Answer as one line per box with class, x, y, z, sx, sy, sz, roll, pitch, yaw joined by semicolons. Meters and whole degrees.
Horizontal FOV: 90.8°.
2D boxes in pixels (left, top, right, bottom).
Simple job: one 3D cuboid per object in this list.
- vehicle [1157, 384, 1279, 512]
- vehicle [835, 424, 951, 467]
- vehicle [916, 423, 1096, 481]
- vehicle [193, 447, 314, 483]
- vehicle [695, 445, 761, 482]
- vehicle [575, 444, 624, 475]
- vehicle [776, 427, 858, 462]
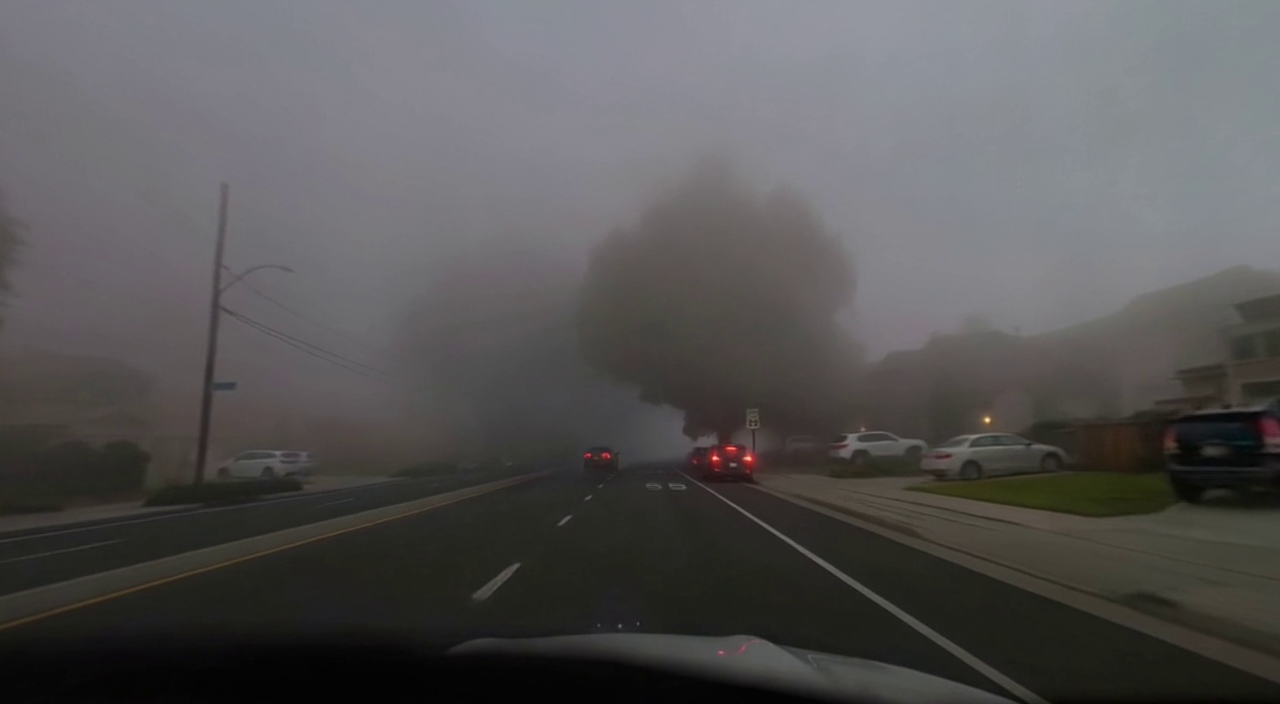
vehicle;11.205;1.527;10.821;4.531;1.864;2.037;2;-11;-32
vehicle;12.036;4.506;30.363;4.710;1.731;1.972;-4;-10;7
vehicle;11.426;3.140;19.961;4.454;1.499;1.821;-3;-9;-1
vehicle;-19.906;5.814;32.700;4.992;1.779;1.928;0;-9;2
vehicle;3.762;4.875;27.875;2.025;1.456;4.865;0;-9;-3
vehicle;-2.044;5.579;33.058;2.035;1.474;4.284;0;-9;4
vehicle;13.803;7.257;49.436;5.550;2.066;2.288;-12;-13;29
